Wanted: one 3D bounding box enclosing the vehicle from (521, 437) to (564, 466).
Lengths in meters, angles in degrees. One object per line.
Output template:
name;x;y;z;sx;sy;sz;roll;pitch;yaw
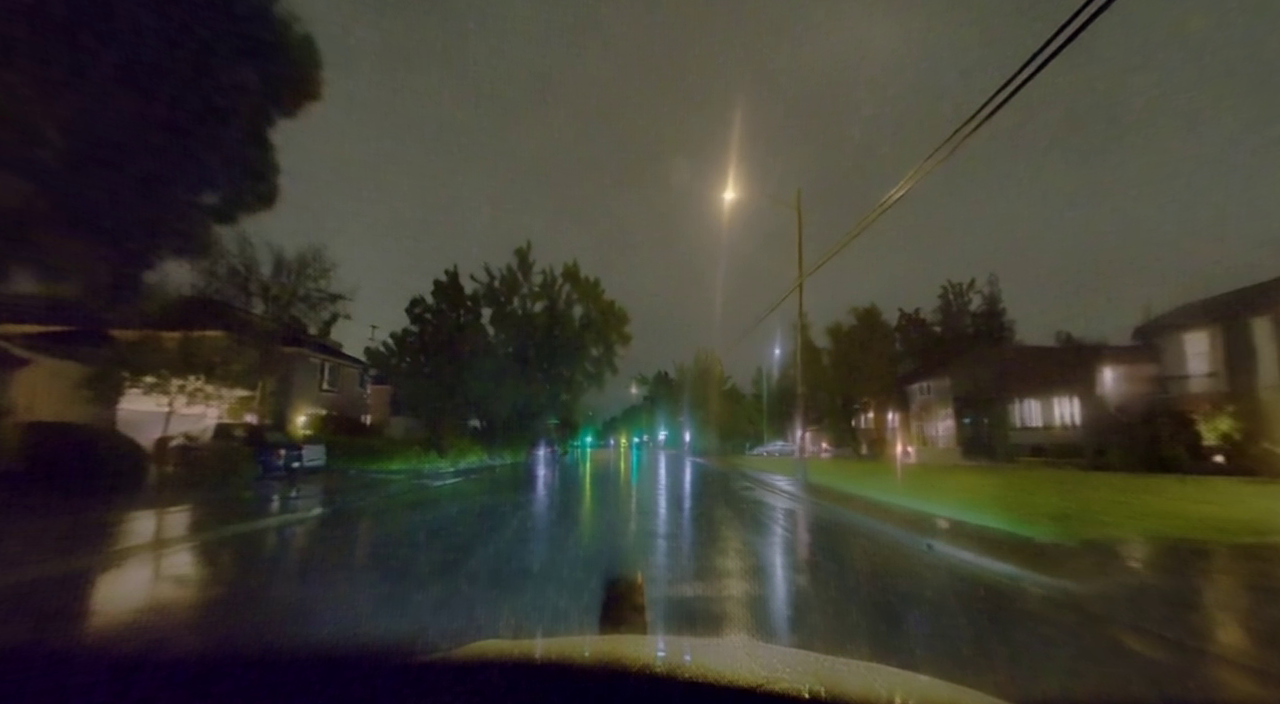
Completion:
vehicle;-6.133;6.308;39.947;1.998;1.742;4.210;0;-8;1

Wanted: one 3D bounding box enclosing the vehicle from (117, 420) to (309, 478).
vehicle;-14.478;3.333;21.585;4.928;1.844;2.163;1;-8;-3
